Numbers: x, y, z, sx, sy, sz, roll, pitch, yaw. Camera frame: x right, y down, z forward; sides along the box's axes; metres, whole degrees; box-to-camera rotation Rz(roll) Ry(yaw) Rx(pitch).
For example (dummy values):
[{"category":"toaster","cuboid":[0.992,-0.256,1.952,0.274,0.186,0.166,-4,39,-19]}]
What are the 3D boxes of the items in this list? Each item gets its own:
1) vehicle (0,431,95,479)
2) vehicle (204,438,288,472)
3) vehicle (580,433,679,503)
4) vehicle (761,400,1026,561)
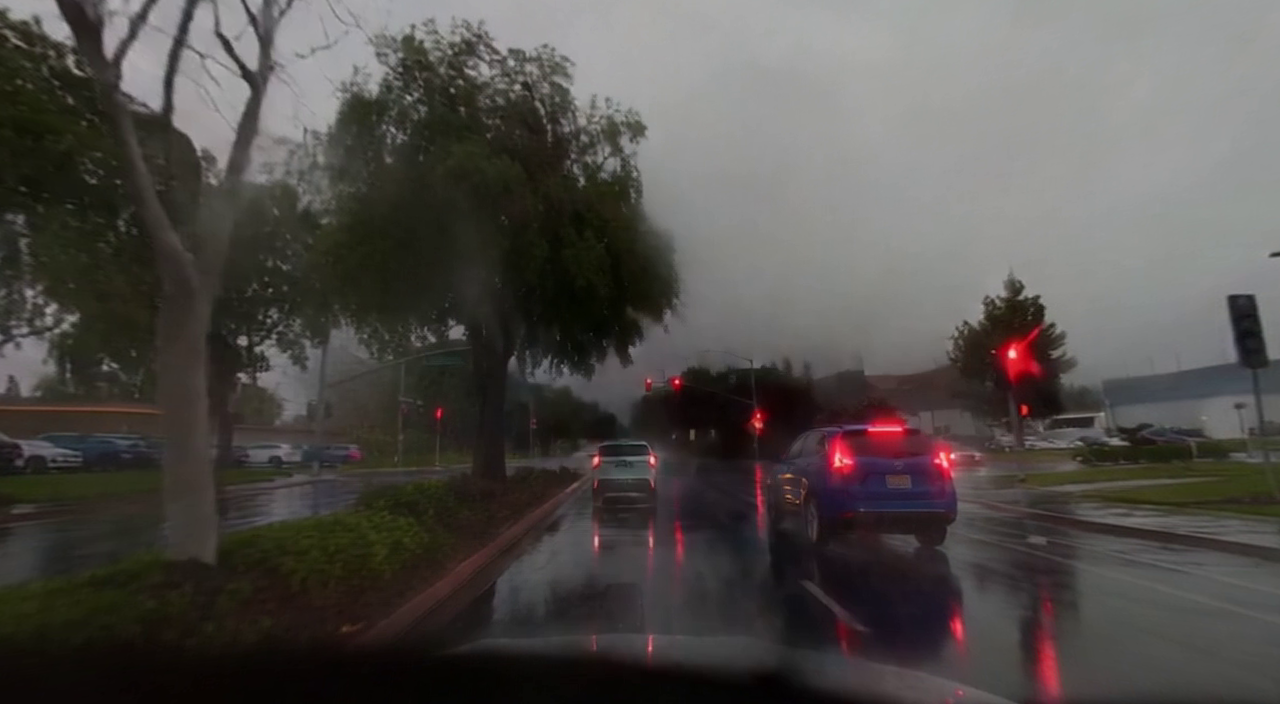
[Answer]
[{"category":"vehicle","cuboid":[-28.745,4.761,29.151,4.957,2.108,2.246,4,-10,-29]},{"category":"vehicle","cuboid":[-28.642,7.445,45.949,4.943,2.110,2.217,3,-11,-37]},{"category":"vehicle","cuboid":[-0.232,2.895,16.267,2.177,1.512,4.682,0,-8,0]},{"category":"vehicle","cuboid":[3.232,1.747,9.254,2.046,1.768,4.370,0,-9,0]}]
